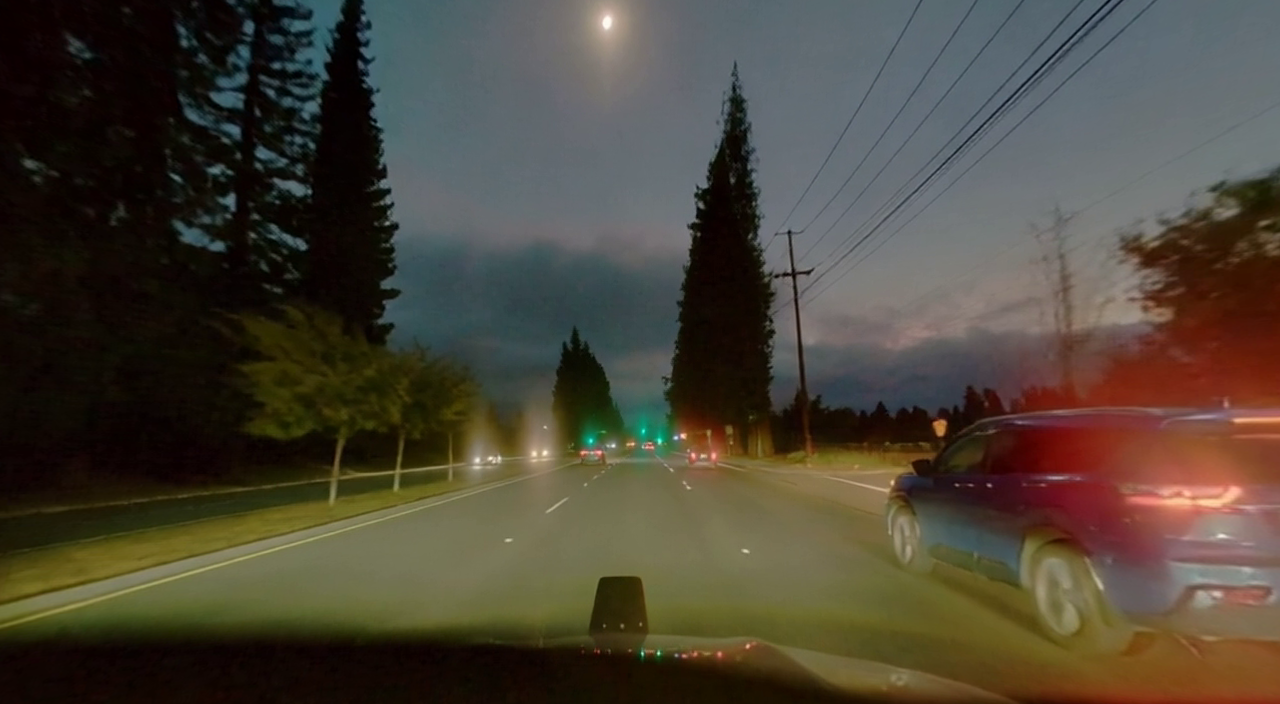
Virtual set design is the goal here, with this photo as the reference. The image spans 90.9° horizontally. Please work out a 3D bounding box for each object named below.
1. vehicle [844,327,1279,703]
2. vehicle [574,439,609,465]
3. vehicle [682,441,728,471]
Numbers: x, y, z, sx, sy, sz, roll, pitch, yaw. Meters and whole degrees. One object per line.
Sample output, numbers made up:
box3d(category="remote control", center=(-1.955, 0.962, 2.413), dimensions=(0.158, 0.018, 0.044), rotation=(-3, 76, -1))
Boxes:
box3d(category="vehicle", center=(3.294, 1.088, 4.470), dimensions=(2.182, 1.744, 4.464), rotation=(0, -8, 0))
box3d(category="vehicle", center=(-3.393, 7.027, 44.606), dimensions=(2.066, 1.725, 4.241), rotation=(0, -8, 1))
box3d(category="vehicle", center=(3.355, 5.460, 33.407), dimensions=(1.906, 1.468, 4.422), rotation=(0, -8, -1))
